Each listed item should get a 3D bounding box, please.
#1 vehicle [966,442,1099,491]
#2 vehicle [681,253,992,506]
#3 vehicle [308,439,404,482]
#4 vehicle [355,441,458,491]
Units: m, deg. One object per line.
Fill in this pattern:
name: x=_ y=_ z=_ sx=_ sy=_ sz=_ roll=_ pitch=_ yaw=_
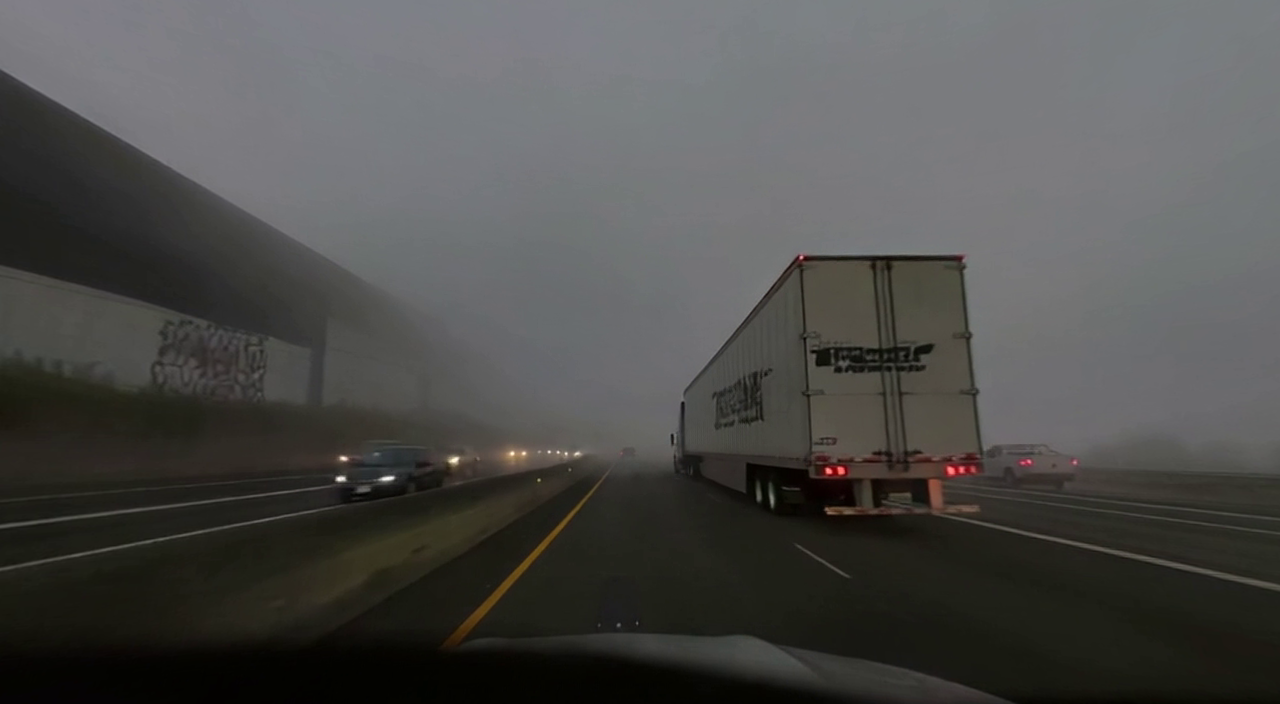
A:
vehicle: x=14.609 y=4.254 z=23.685 sx=2.107 sy=1.648 sz=4.324 roll=0 pitch=-9 yaw=-1
vehicle: x=3.855 y=1.790 z=19.471 sx=3.317 sy=4.314 sz=17.803 roll=0 pitch=-9 yaw=-2
vehicle: x=-11.623 y=4.461 z=26.000 sx=1.993 sy=1.622 sz=4.248 roll=0 pitch=-9 yaw=-1
vehicle: x=-7.879 y=3.880 z=21.649 sx=1.912 sy=1.501 sz=4.414 roll=0 pitch=-9 yaw=-1
